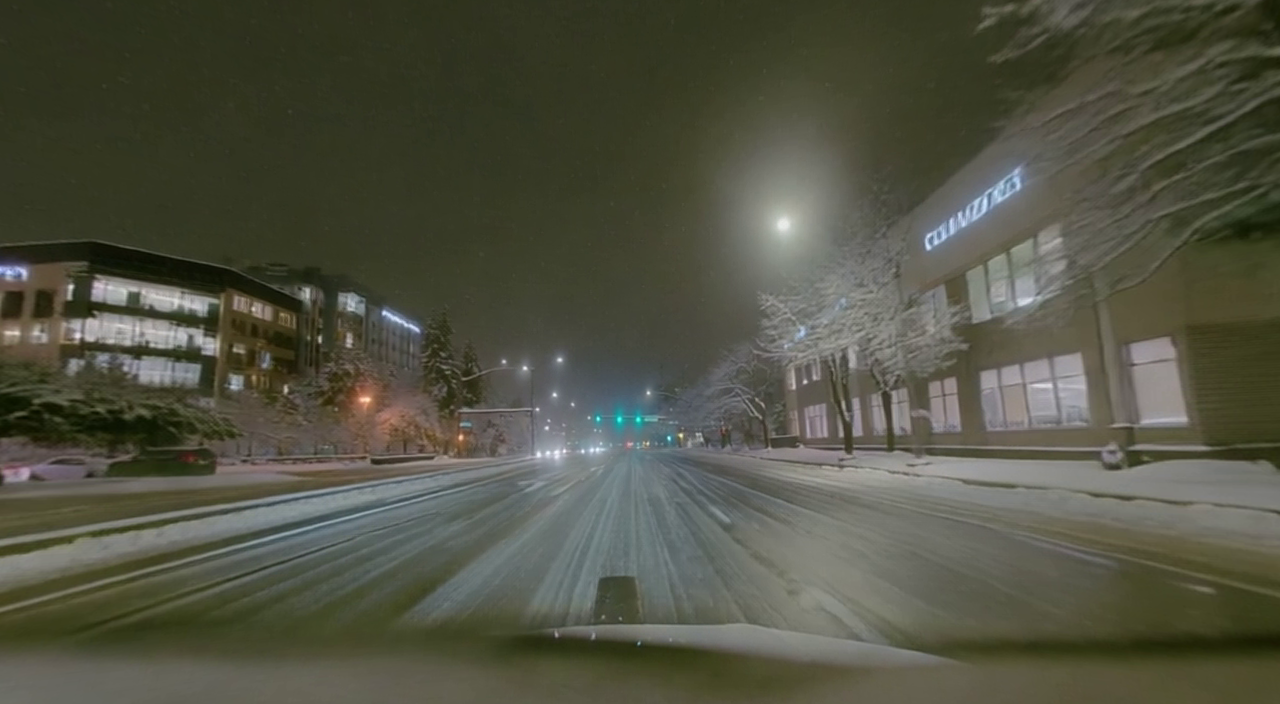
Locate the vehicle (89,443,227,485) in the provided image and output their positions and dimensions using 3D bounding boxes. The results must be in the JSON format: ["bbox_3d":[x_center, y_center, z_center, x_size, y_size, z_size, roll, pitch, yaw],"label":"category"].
[{"bbox_3d":[-29.657,6.965,39.080,6.271,2.087,2.748,-3,-12,1],"label":"vehicle"}]

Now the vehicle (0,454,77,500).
[{"bbox_3d":[-31.583,6.183,31.601,2.489,2.000,5.729,1,-8,-12],"label":"vehicle"}]
